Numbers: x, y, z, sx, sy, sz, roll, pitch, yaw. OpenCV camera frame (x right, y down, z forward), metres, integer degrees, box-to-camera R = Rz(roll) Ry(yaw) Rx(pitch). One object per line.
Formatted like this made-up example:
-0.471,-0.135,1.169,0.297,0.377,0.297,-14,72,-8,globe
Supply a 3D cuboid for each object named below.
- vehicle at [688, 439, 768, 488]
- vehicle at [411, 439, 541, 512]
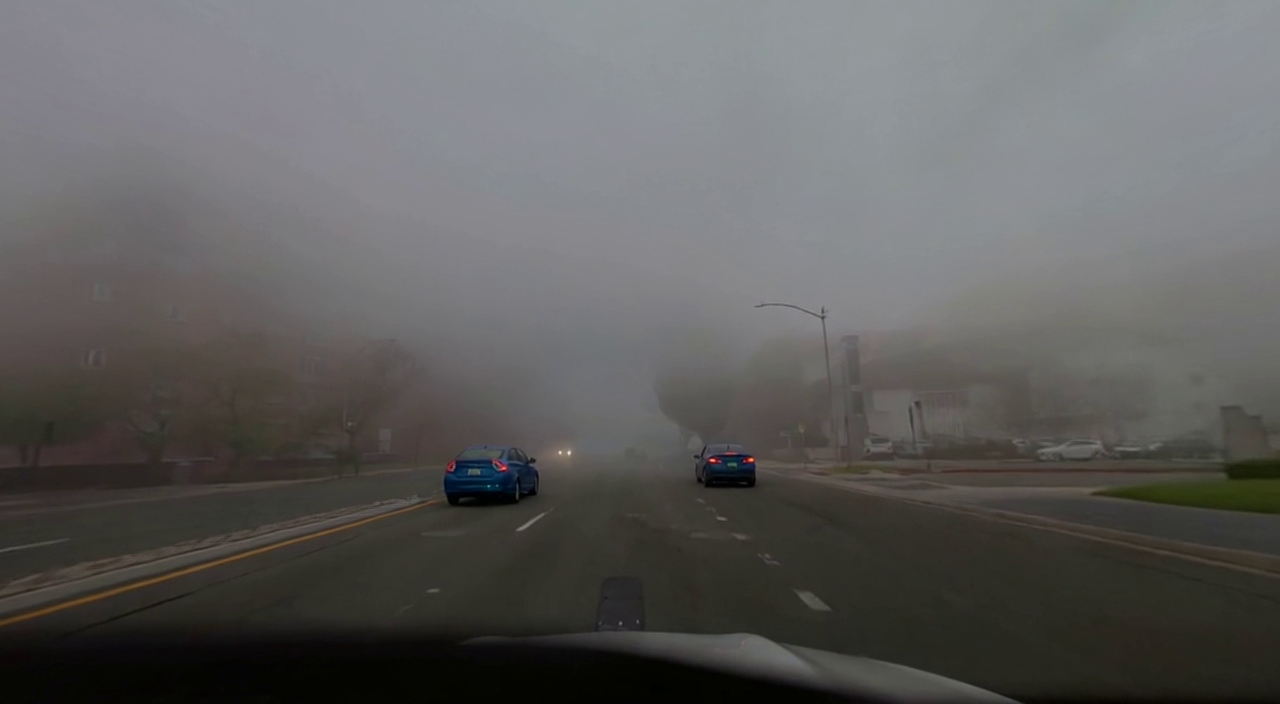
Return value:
2.863,3.735,21.472,1.978,1.471,4.426,0,-8,-1,vehicle
-3.785,2.913,15.401,2.062,1.527,4.044,0,-8,0,vehicle
